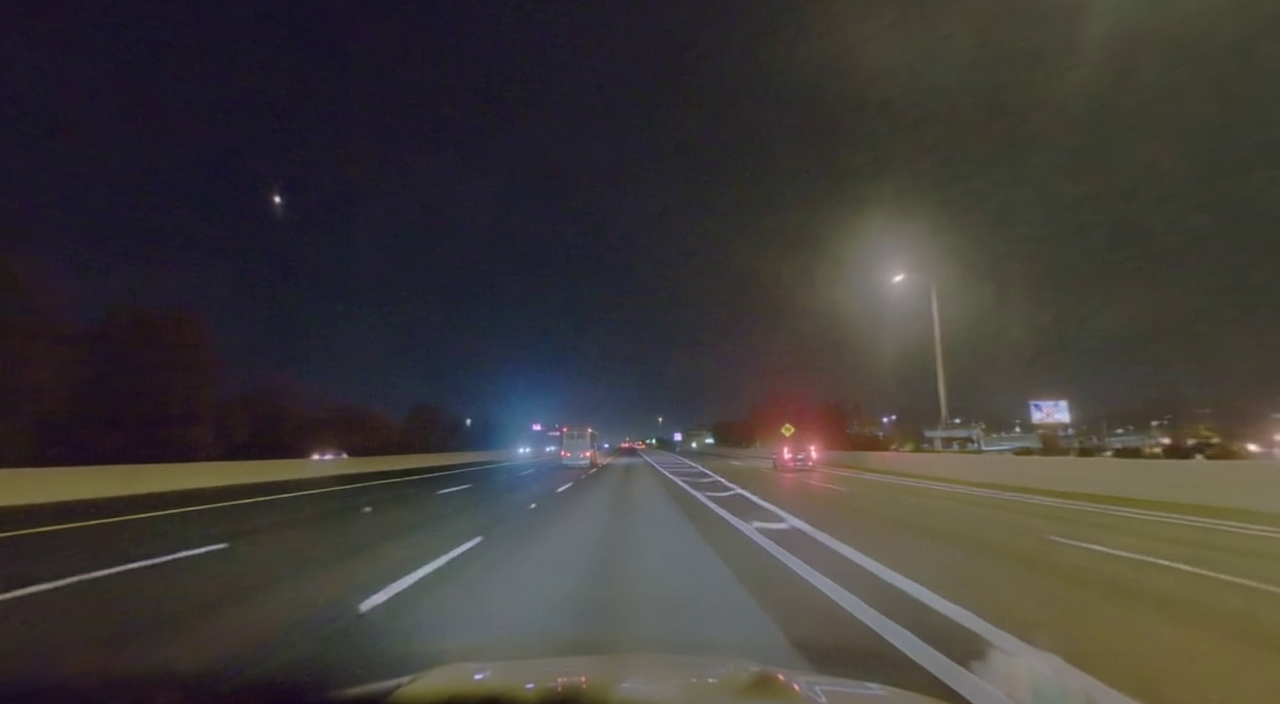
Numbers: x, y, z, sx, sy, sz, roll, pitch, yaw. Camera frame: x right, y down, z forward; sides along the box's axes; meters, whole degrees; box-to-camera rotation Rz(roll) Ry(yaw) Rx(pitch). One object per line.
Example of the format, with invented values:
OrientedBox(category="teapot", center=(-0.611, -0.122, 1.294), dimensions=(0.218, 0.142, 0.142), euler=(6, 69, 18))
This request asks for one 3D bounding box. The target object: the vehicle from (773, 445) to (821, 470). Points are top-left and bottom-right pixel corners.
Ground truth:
OrientedBox(category="vehicle", center=(10.008, 6.762, 40.586), dimensions=(2.035, 1.491, 4.246), euler=(0, -9, 1))

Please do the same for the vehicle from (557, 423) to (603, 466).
OrientedBox(category="vehicle", center=(-4.378, 6.953, 47.442), dimensions=(2.881, 2.937, 7.045), euler=(0, -9, -1))
